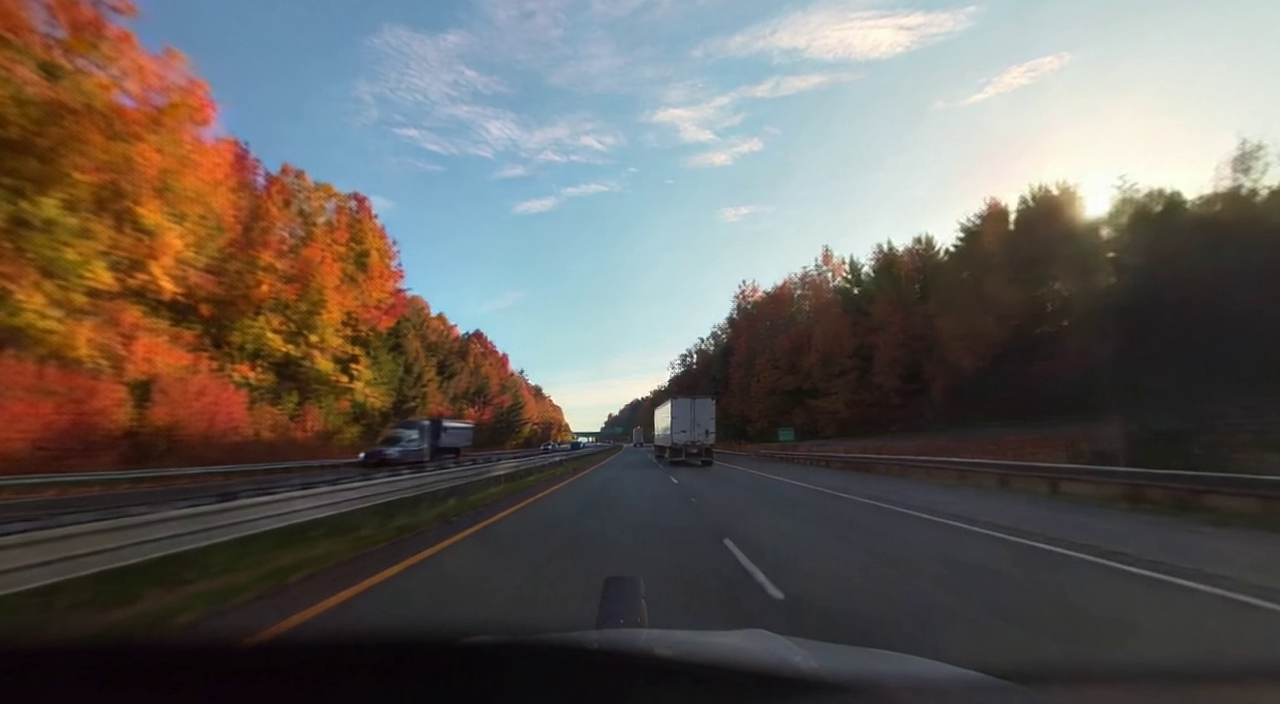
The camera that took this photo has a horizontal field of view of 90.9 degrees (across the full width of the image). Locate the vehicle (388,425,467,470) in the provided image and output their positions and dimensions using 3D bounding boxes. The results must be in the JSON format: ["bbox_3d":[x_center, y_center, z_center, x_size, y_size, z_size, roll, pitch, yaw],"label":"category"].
[{"bbox_3d":[-13.513,6.135,40.707,2.497,2.625,7.038,0,-8,1],"label":"vehicle"}]

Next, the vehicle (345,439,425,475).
[{"bbox_3d":[-13.452,5.554,33.638,2.007,1.714,5.291,0,-8,1],"label":"vehicle"}]

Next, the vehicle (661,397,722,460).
[{"bbox_3d":[3.578,6.022,48.307,3.357,4.101,14.659,0,-8,0],"label":"vehicle"}]
